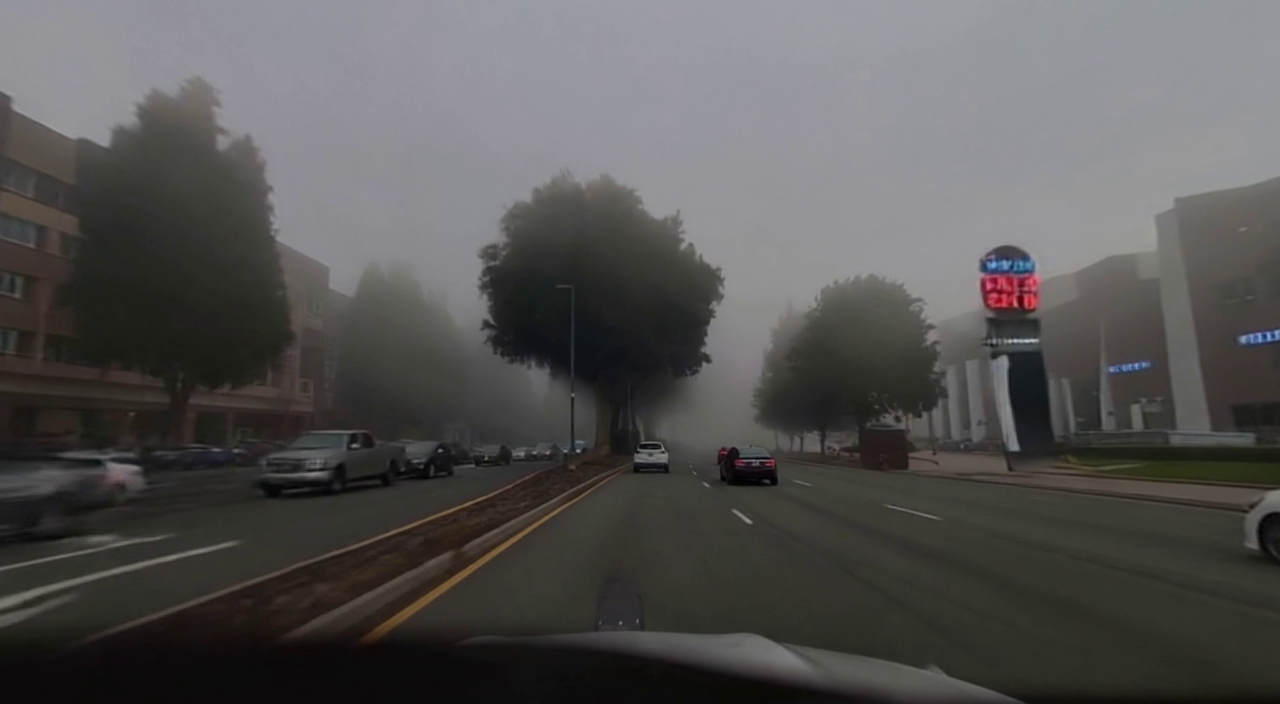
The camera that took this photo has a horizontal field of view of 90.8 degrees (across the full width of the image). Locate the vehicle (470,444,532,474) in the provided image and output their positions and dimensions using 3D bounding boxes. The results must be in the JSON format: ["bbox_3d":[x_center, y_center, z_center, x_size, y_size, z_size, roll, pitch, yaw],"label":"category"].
[{"bbox_3d":[-7.291,5.645,33.663,1.992,1.465,4.458,-1,-9,4],"label":"vehicle"}]

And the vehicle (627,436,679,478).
[{"bbox_3d":[0.619,4.628,28.036,2.101,1.694,3.979,0,-9,3],"label":"vehicle"}]

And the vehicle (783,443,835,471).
[{"bbox_3d":[9.675,6.020,36.496,1.860,1.475,4.488,0,-9,2],"label":"vehicle"}]

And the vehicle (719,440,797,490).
[{"bbox_3d":[3.830,3.713,21.152,1.852,1.498,3.825,0,-9,0],"label":"vehicle"}]

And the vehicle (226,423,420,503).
[{"bbox_3d":[-8.265,2.972,17.372,2.218,1.819,5.732,0,-9,2],"label":"vehicle"}]

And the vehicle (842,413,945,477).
[{"bbox_3d":[12.619,4.719,32.068,2.790,2.897,6.326,-1,-9,3],"label":"vehicle"}]

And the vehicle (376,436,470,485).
[{"bbox_3d":[-8.342,4.213,24.776,1.934,1.713,4.441,0,-9,2],"label":"vehicle"}]

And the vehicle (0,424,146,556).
[{"bbox_3d":[-8.767,1.683,7.410,1.920,1.590,5.041,-2,-8,0],"label":"vehicle"}]
